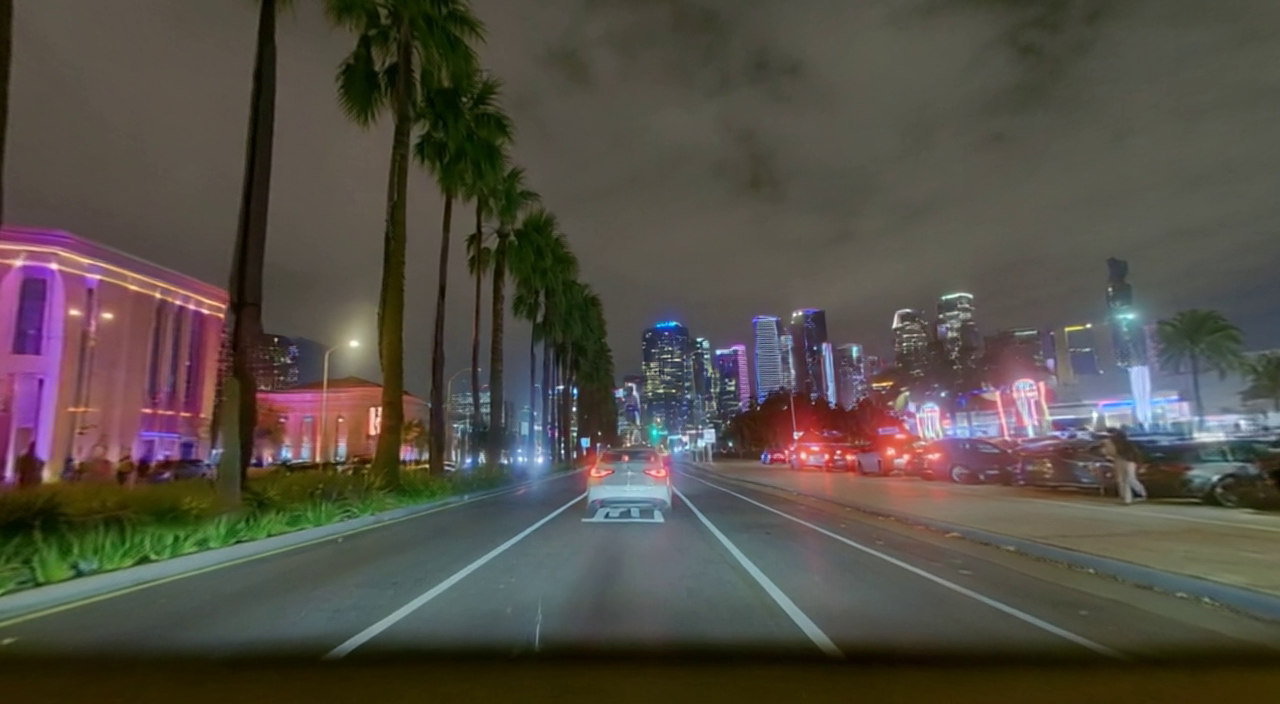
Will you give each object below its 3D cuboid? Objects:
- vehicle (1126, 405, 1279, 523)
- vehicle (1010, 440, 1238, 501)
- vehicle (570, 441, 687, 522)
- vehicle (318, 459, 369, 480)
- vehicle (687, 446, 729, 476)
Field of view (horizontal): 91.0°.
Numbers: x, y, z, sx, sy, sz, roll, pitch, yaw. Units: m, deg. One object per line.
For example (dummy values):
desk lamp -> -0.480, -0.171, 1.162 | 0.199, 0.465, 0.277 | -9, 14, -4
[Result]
vehicle -> 12.922, 1.987, 11.849 | 5.301, 1.962, 2.431 | -3, -8, 4
vehicle -> 12.841, 3.136, 16.942 | 4.363, 1.488, 2.248 | 1, -9, -4
vehicle -> -0.201, 2.775, 14.033 | 2.235, 1.528, 3.876 | 0, -8, 1
vehicle -> -23.391, 9.276, 49.881 | 1.860, 1.420, 4.472 | 0, -8, 0
vehicle -> 4.305, 7.006, 40.652 | 2.136, 1.774, 4.778 | 0, -8, 0
